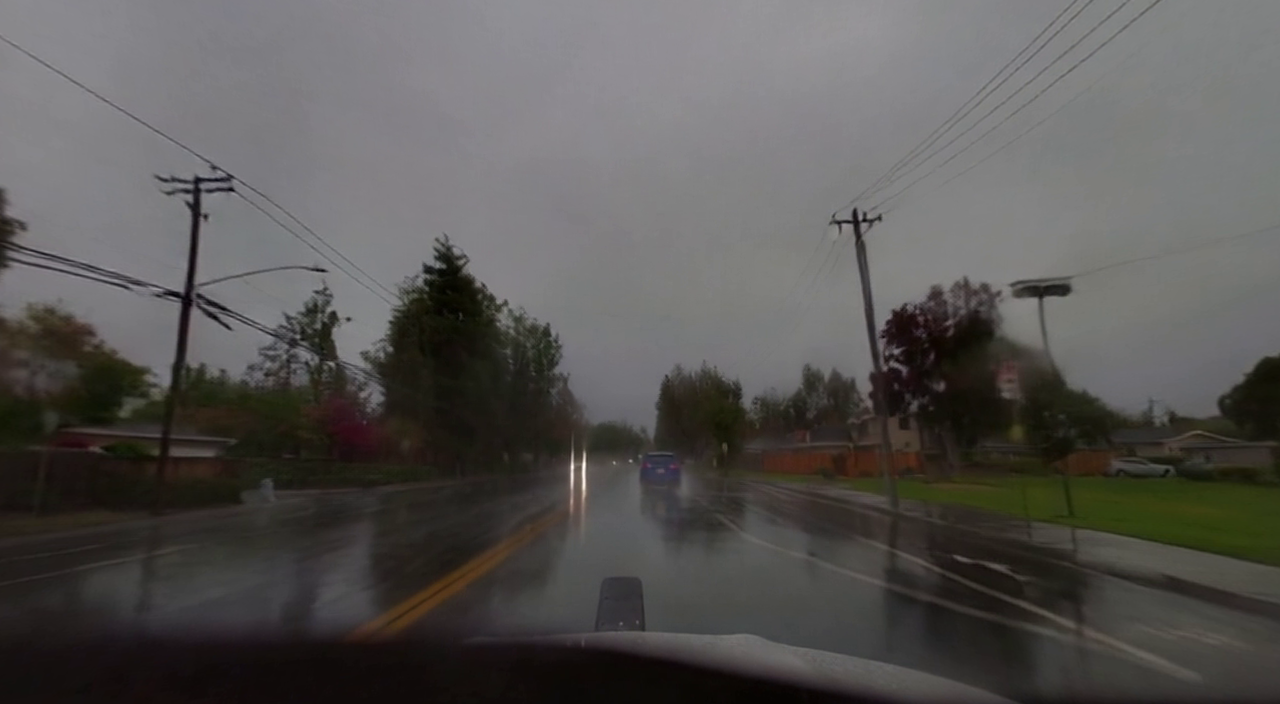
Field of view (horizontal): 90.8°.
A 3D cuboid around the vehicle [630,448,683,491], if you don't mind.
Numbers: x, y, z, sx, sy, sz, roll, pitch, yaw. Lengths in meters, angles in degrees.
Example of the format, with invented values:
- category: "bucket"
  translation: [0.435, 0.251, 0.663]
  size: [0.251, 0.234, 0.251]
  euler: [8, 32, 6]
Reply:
- category: "vehicle"
  translation: [0.652, 5.113, 27.802]
  size: [2.139, 1.699, 3.916]
  euler: [0, -8, -1]

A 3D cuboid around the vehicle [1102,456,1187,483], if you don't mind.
- category: "vehicle"
  translation: [36.876, 8.618, 46.277]
  size: [4.461, 1.828, 2.165]
  euler: [1, -9, -5]
